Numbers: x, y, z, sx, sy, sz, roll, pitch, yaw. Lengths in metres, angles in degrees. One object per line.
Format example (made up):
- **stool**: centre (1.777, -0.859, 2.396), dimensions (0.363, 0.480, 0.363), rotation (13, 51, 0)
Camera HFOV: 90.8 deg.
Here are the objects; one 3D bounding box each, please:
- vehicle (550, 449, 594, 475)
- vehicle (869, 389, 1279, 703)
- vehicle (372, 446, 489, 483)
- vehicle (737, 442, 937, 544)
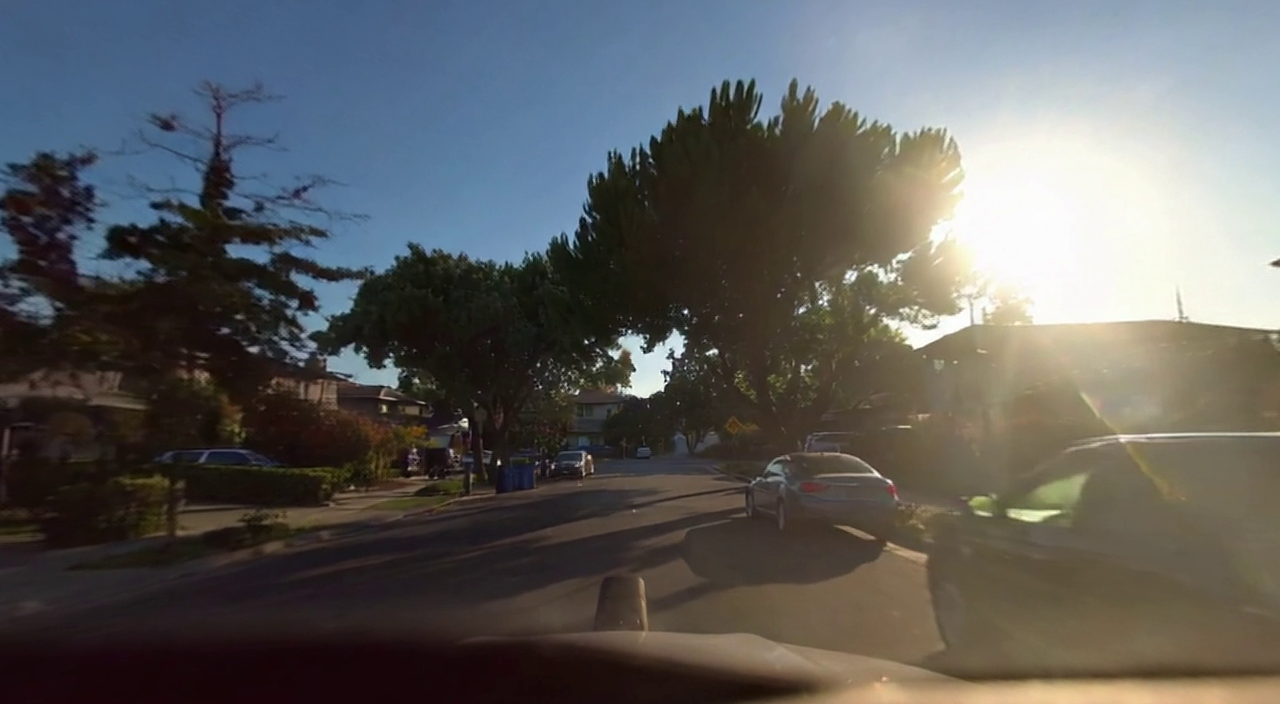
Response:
- **vehicle**: centre (-4.025, 6.586, 38.071), dimensions (1.987, 1.459, 4.473), rotation (-1, -9, 3)
- **vehicle**: centre (2.866, 1.030, 2.971), dimensions (2.022, 1.483, 4.565), rotation (-1, -9, 2)
- **vehicle**: centre (-10.008, 5.381, 30.448), dimensions (4.933, 1.547, 2.125), rotation (-2, -8, 0)
- **vehicle**: centre (3.118, 2.317, 11.129), dimensions (2.043, 1.411, 4.331), rotation (0, -9, -1)
